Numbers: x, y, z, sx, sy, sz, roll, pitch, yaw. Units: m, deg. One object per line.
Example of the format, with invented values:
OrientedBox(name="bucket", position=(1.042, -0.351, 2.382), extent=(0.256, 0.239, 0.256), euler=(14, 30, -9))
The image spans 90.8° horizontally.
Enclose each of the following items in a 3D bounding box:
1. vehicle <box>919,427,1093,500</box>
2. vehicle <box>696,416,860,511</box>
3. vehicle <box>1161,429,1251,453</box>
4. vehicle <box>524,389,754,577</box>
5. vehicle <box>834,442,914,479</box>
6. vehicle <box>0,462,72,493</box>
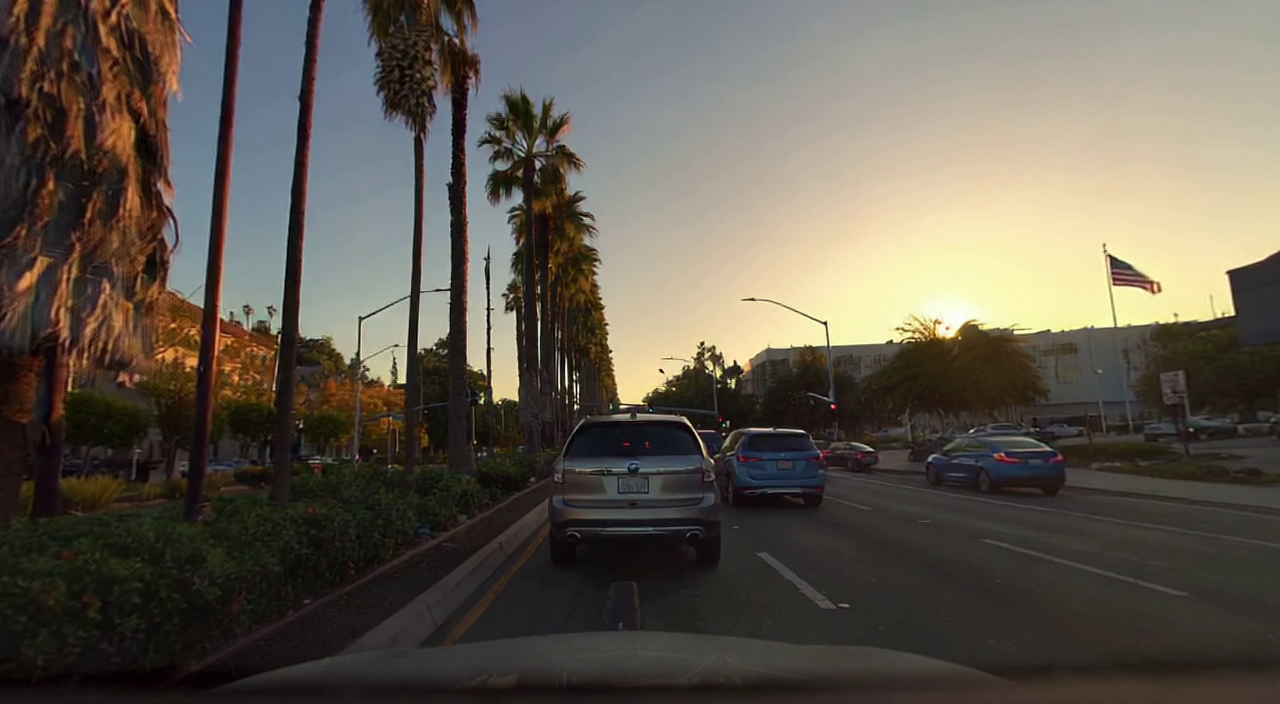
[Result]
OrientedBox(name="vehicle", position=(10.076, 3.111, 17.952), extent=(2.155, 1.779, 4.582), euler=(0, -9, 0))
OrientedBox(name="vehicle", position=(3.245, 2.858, 16.754), extent=(2.773, 2.021, 6.212), euler=(0, -9, -2))
OrientedBox(name="vehicle", position=(36.421, 5.763, 40.835), extent=(1.839, 1.455, 4.395), euler=(0, -9, 2))
OrientedBox(name="vehicle", position=(-0.117, 1.704, 8.965), extent=(2.402, 1.938, 4.535), euler=(0, -9, -3))
OrientedBox(name="vehicle", position=(10.162, 4.736, 27.794), extent=(1.855, 1.495, 4.143), euler=(0, -9, -1))
OrientedBox(name="vehicle", position=(-45.644, 9.091, 45.752), extent=(6.410, 2.078, 2.584), euler=(0, -9, 0))
